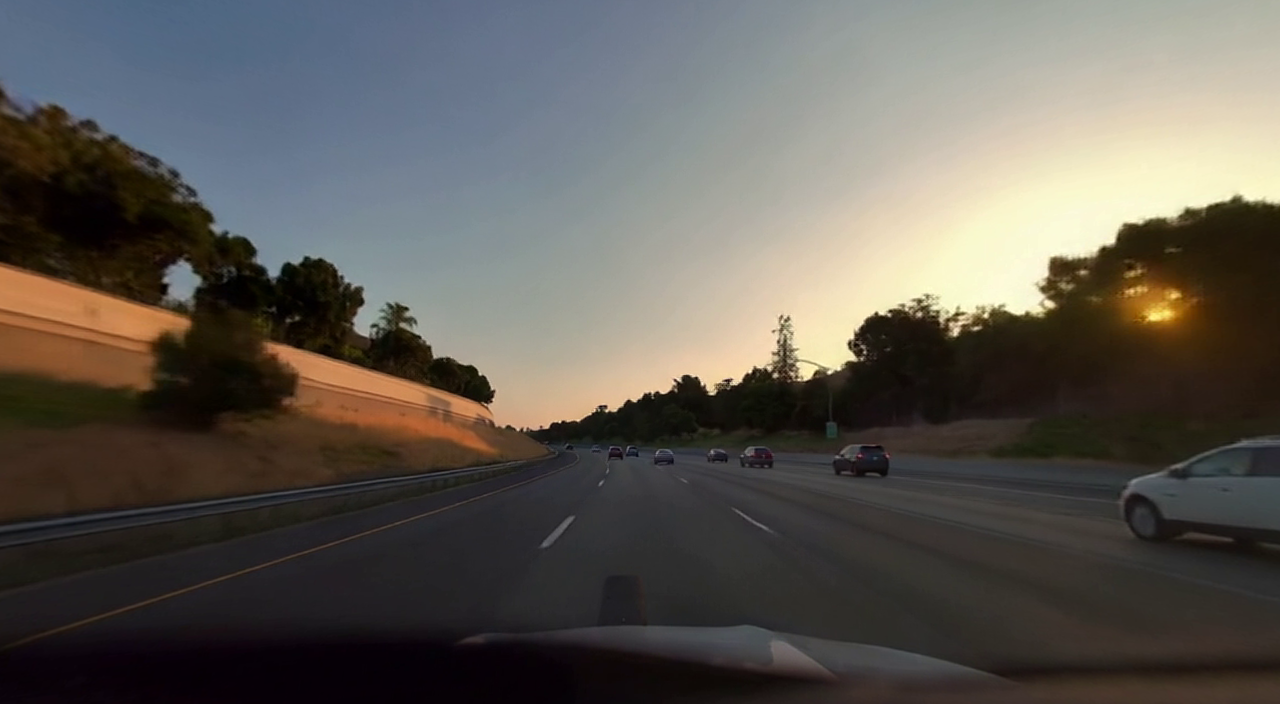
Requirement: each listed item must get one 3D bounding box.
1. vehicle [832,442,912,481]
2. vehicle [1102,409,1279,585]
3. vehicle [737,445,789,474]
[{"bbox_3d":[10.618,5.010,29.039,1.986,1.644,4.126,0,-8,-2],"label":"vehicle"},{"bbox_3d":[7.286,1.408,6.054,2.048,1.697,4.689,0,-8,0],"label":"vehicle"},{"bbox_3d":[6.725,5.917,34.729,1.940,1.482,3.644,1,-8,-3],"label":"vehicle"}]
